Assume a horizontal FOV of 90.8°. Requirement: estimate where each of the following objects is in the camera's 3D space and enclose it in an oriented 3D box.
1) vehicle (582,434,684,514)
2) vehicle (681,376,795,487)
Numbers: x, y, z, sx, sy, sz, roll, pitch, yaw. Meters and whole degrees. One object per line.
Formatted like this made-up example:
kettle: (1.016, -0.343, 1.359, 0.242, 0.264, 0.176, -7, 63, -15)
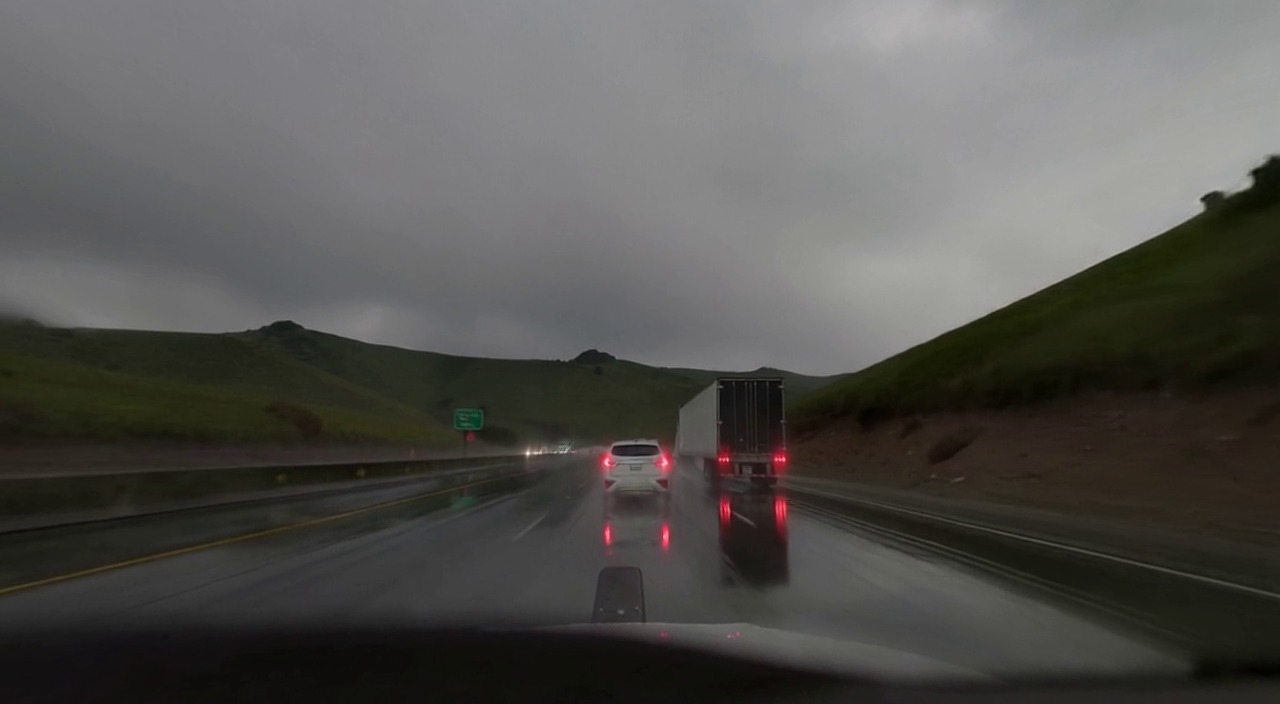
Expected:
vehicle: (-0.170, 2.832, 15.067, 2.109, 1.639, 3.768, 0, -9, -1)
vehicle: (4.033, 3.937, 30.063, 2.812, 4.024, 14.098, 0, -9, -1)
